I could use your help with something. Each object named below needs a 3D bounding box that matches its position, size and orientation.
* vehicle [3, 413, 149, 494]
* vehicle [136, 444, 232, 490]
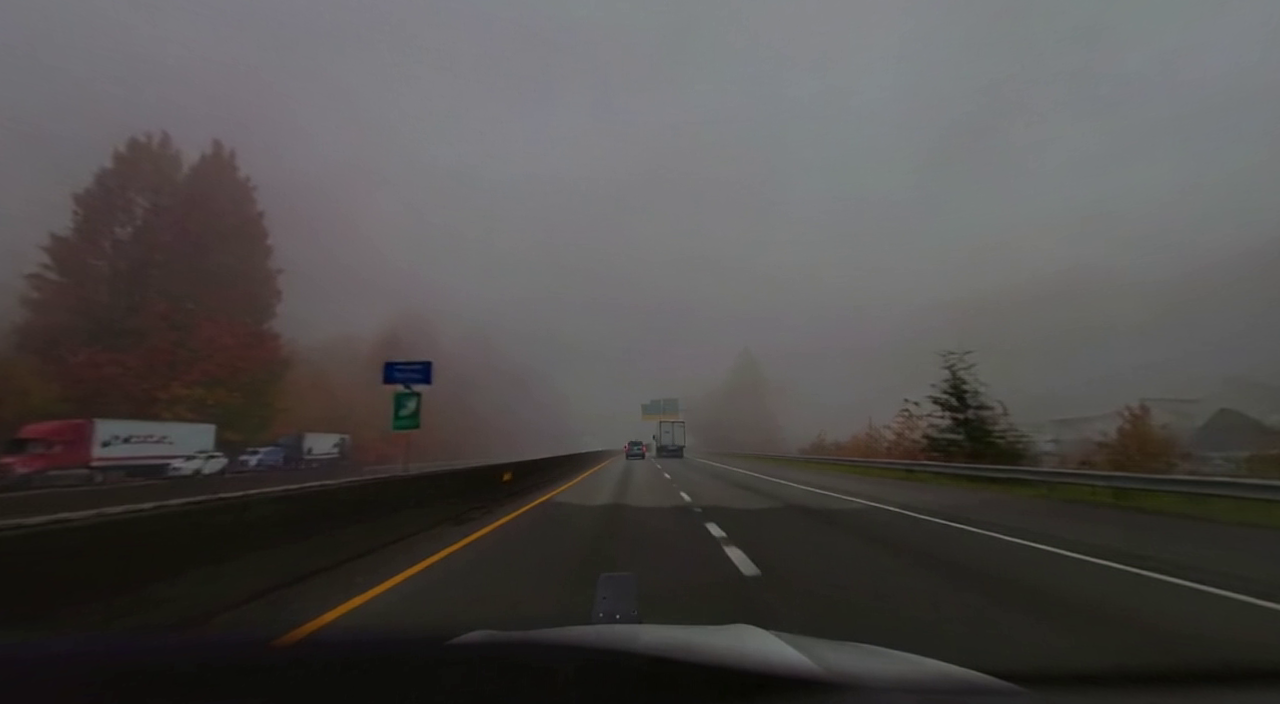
[{"bbox_3d":[-31.497,5.685,35.469,3.075,4.089,6.338,1,-9,-12],"label":"vehicle"},{"bbox_3d":[-28.616,7.187,39.669,2.351,2.578,6.157,1,-9,-11],"label":"vehicle"}]
